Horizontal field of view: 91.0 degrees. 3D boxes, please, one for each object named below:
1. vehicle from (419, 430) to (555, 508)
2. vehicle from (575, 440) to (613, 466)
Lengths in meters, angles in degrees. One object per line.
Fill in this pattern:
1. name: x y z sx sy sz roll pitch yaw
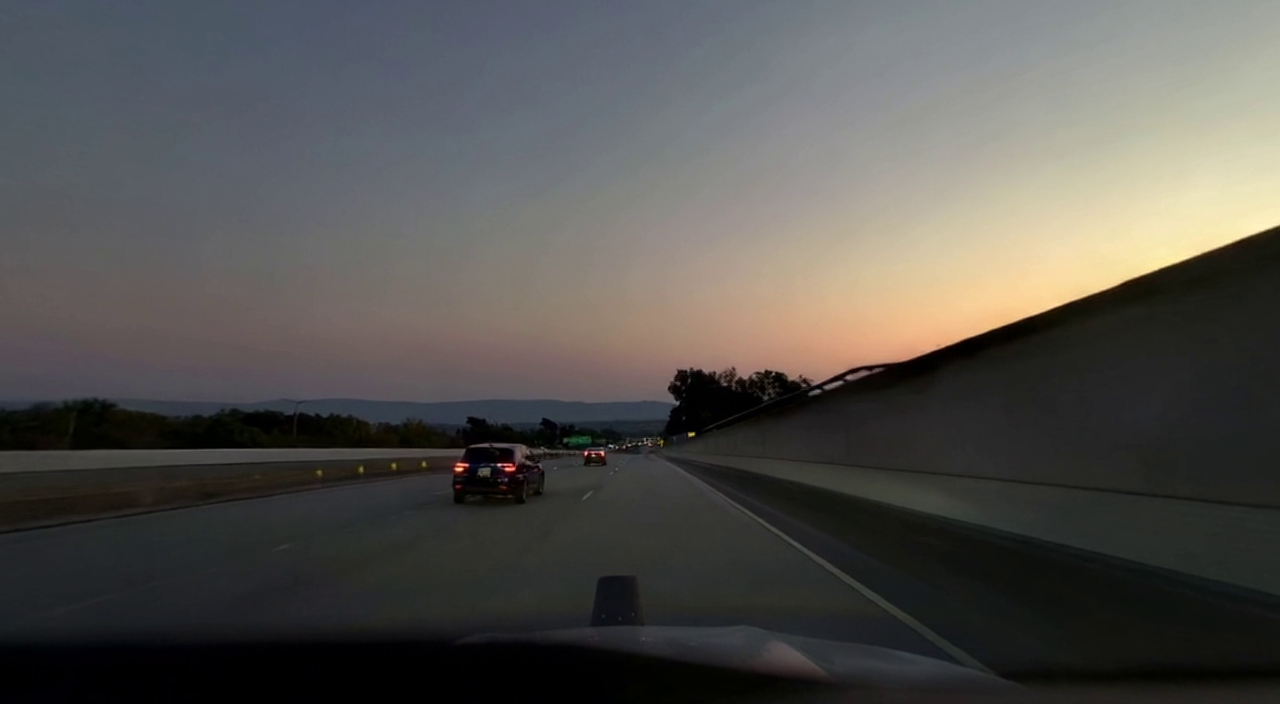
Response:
1. vehicle: -3.470 2.746 15.207 2.195 1.573 4.176 0 -9 0
2. vehicle: -3.034 6.798 42.508 2.133 1.683 4.340 0 -9 1
